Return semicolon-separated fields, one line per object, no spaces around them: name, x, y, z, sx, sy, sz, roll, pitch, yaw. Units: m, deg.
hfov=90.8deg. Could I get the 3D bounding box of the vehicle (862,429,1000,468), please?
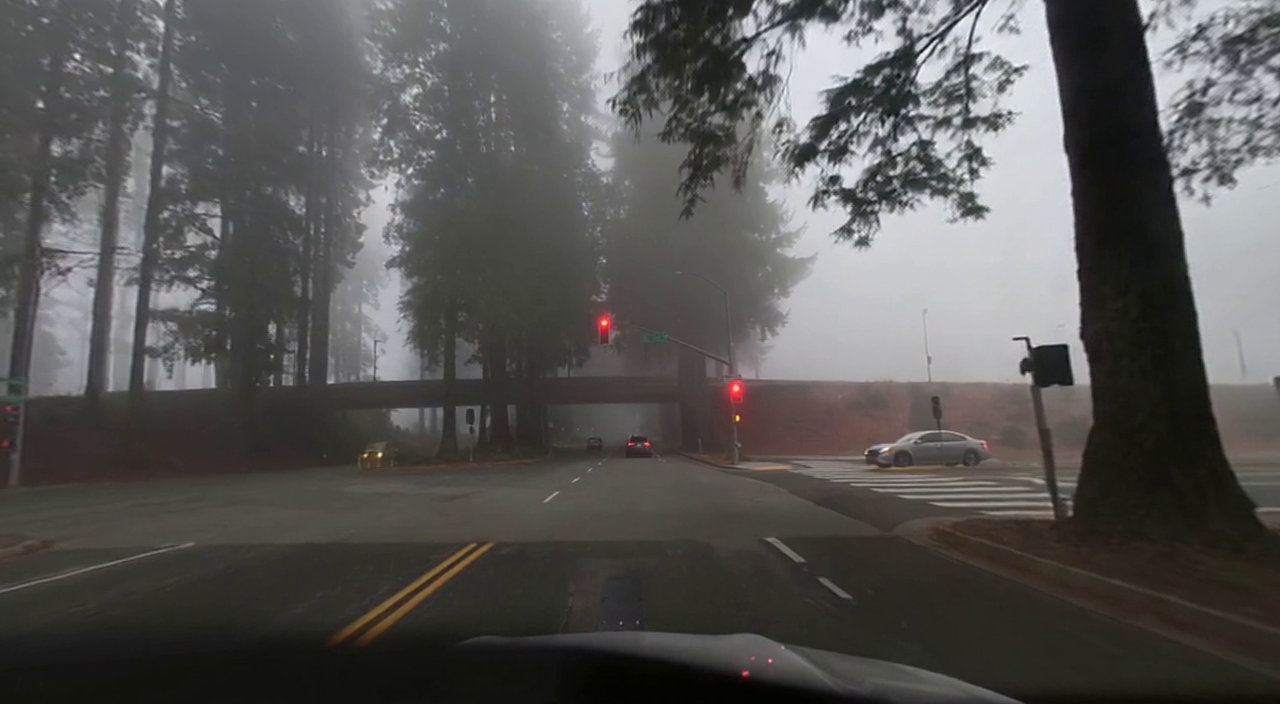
vehicle;11.649;3.884;25.459;4.691;1.466;1.800;1;-8;-7
